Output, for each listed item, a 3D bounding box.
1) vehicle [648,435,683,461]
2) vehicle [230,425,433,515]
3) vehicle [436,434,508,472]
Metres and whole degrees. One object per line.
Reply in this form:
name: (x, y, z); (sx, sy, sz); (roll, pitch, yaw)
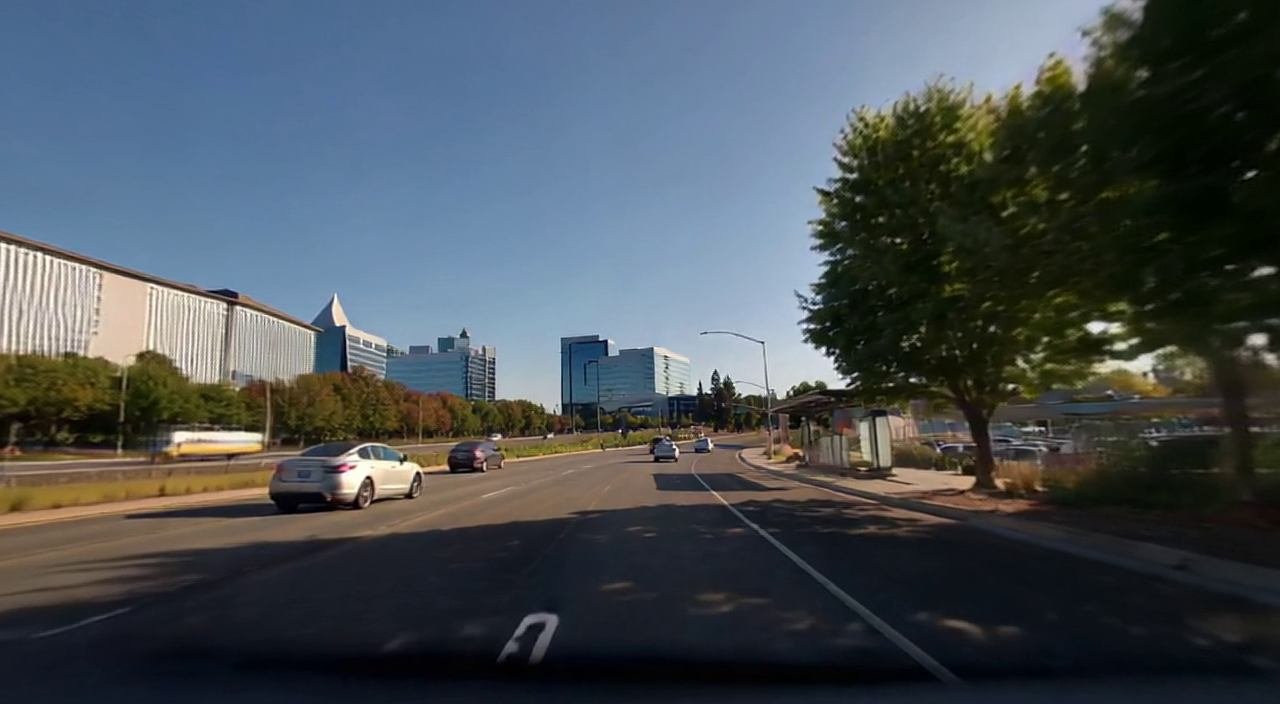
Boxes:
vehicle: (1.971, 7.210, 47.373); (2.345, 1.803, 4.261); (-1, -8, 6)
vehicle: (-6.768, 2.614, 14.579); (2.181, 1.728, 4.515); (0, -8, 3)
vehicle: (-8.425, 5.122, 32.182); (2.097, 1.782, 4.682); (-1, -8, 4)
